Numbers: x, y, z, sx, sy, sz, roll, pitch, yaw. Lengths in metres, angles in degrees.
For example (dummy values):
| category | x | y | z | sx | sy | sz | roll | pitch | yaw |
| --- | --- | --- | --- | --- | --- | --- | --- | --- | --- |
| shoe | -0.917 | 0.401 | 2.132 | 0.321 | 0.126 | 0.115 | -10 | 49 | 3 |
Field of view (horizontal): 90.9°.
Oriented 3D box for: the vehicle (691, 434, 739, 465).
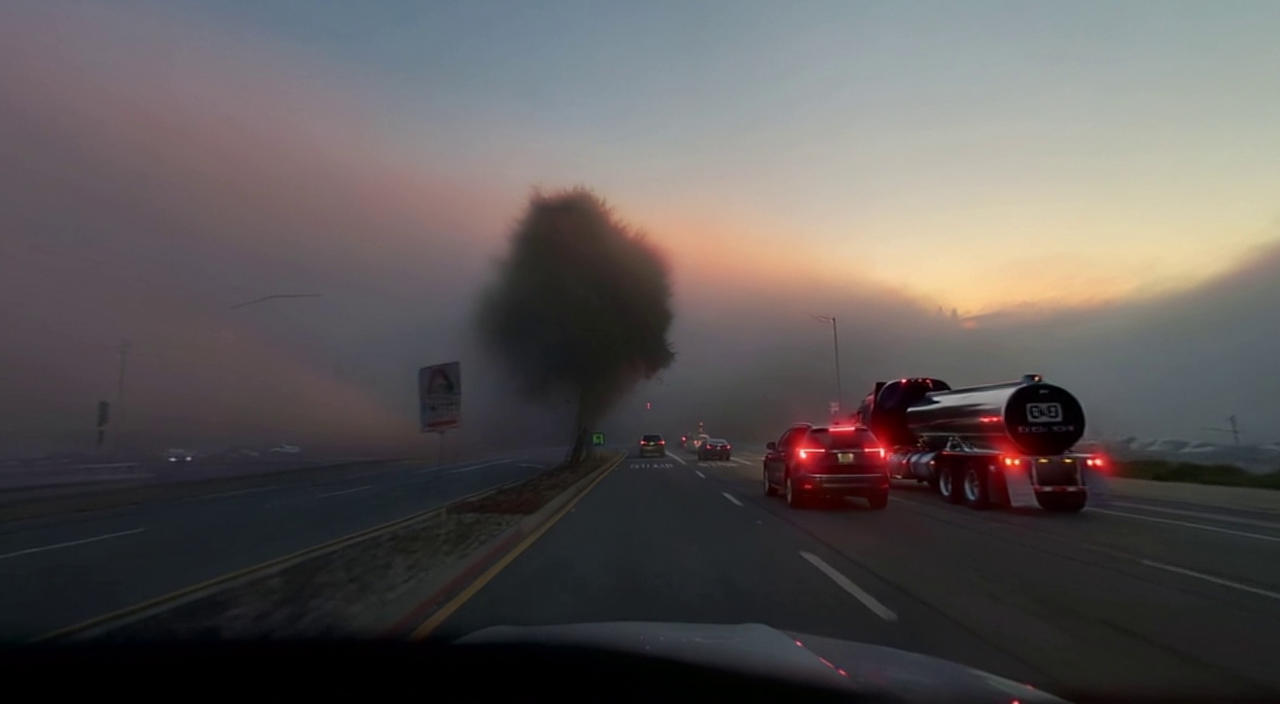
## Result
| category | x | y | z | sx | sy | sz | roll | pitch | yaw |
| --- | --- | --- | --- | --- | --- | --- | --- | --- | --- |
| vehicle | 3.864 | 5.123 | 33.219 | 1.917 | 1.475 | 4.081 | 0 | -8 | -1 |

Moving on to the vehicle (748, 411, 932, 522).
| category | x | y | z | sx | sy | sz | roll | pitch | yaw |
| --- | --- | --- | --- | --- | --- | --- | --- | --- | --- |
| vehicle | 3.547 | 2.132 | 12.241 | 2.045 | 1.729 | 4.532 | 0 | -8 | 0 |

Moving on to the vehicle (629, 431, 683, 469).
| category | x | y | z | sx | sy | sz | roll | pitch | yaw |
| --- | --- | --- | --- | --- | --- | --- | --- | --- | --- |
| vehicle | 0.636 | 4.210 | 27.059 | 2.148 | 1.488 | 4.002 | 0 | -8 | 0 |

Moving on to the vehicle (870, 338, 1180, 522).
| category | x | y | z | sx | sy | sz | roll | pitch | yaw |
| --- | --- | --- | --- | --- | --- | --- | --- | --- | --- |
| vehicle | 7.873 | 1.801 | 14.214 | 2.849 | 3.207 | 6.275 | 0 | -8 | -1 |
